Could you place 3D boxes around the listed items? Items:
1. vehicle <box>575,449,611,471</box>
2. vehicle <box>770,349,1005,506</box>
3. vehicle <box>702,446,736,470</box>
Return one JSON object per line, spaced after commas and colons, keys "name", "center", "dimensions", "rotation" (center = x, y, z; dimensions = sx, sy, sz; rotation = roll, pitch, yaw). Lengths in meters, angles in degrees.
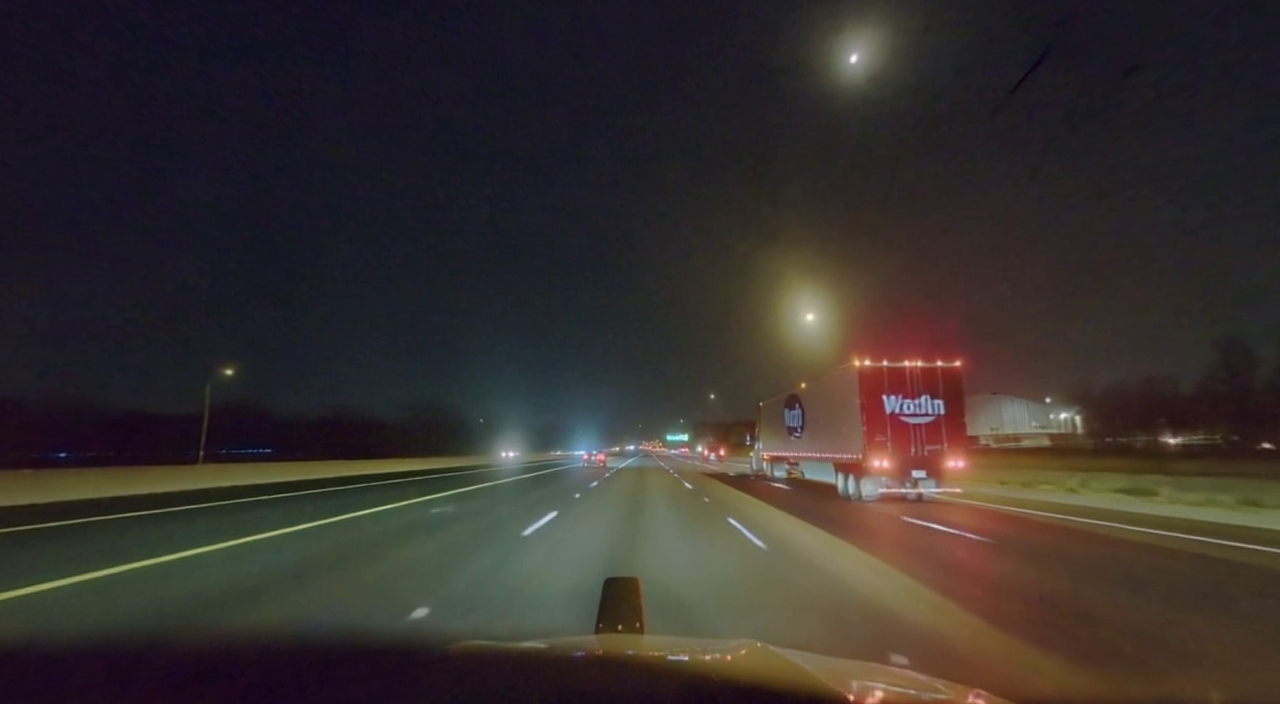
{"name": "vehicle", "center": [-3.357, 7.813, 45.925], "dimensions": [2.164, 1.507, 4.748], "rotation": [0, -9, 1]}
{"name": "vehicle", "center": [8.138, 3.147, 24.462], "dimensions": [2.912, 4.143, 15.538], "rotation": [0, -9, 0]}
{"name": "vehicle", "center": [5.995, 8.112, 48.405], "dimensions": [2.188, 1.727, 4.381], "rotation": [0, -9, 2]}
